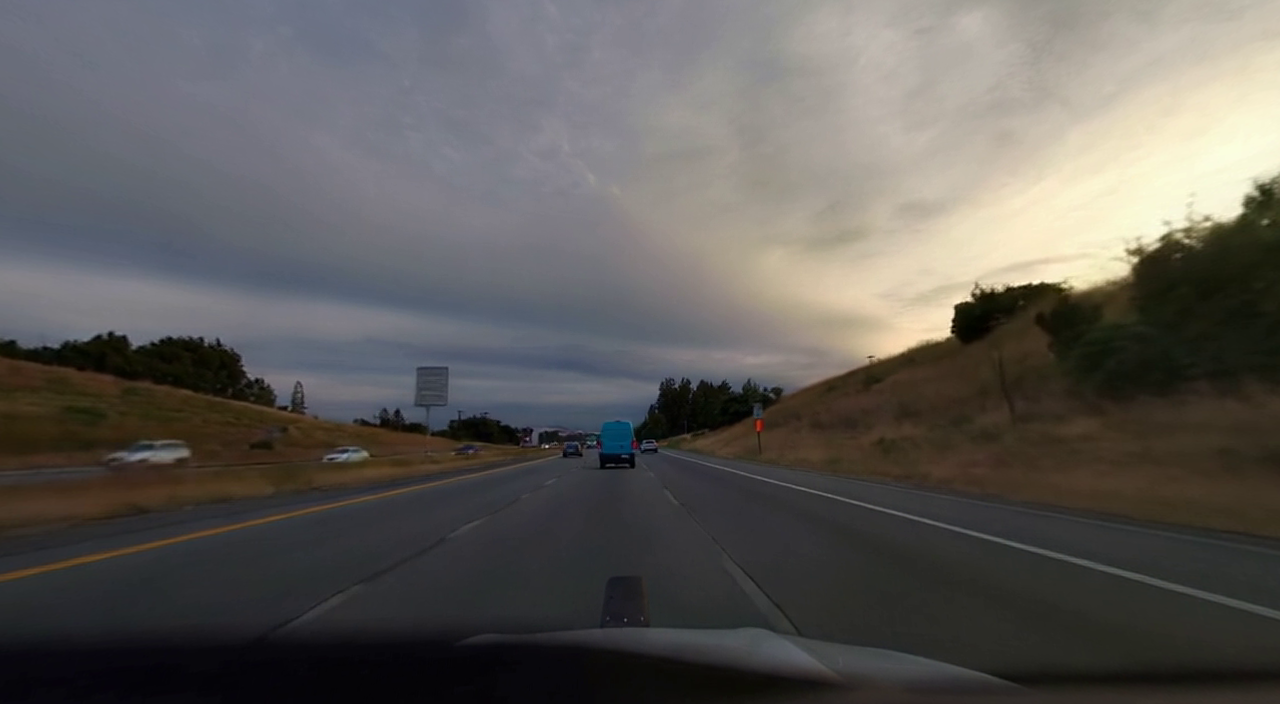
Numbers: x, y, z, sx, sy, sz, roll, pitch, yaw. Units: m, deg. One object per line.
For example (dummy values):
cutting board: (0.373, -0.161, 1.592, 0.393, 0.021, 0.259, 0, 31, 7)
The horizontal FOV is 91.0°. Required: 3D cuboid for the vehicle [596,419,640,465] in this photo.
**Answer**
vehicle: (-1.229, 5.256, 36.657, 2.329, 2.483, 5.428, 0, -8, -1)
